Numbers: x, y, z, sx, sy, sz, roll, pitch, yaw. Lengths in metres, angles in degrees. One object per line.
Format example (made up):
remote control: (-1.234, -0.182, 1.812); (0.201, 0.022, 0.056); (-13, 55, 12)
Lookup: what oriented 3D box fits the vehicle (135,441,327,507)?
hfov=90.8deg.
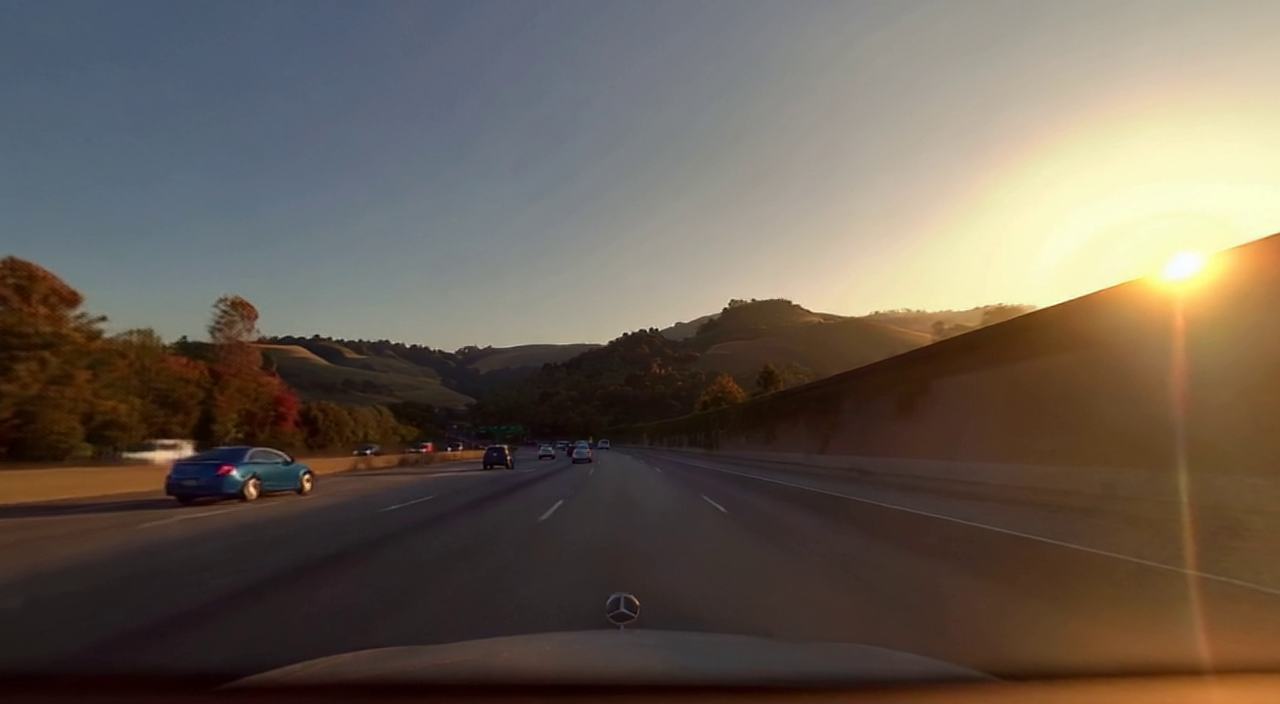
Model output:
vehicle: (-10.424, 3.117, 16.670); (1.949, 1.475, 4.740); (0, -9, -1)

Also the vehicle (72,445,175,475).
vehicle: (-30.217, 6.306, 37.197); (1.911, 1.588, 4.877); (0, -9, 0)

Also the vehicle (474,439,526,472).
vehicle: (-8.068, 6.036, 36.965); (2.074, 1.768, 4.805); (0, -9, -2)

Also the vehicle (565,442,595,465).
vehicle: (-4.584, 7.847, 48.997); (2.115, 1.713, 4.263); (0, -9, -2)
